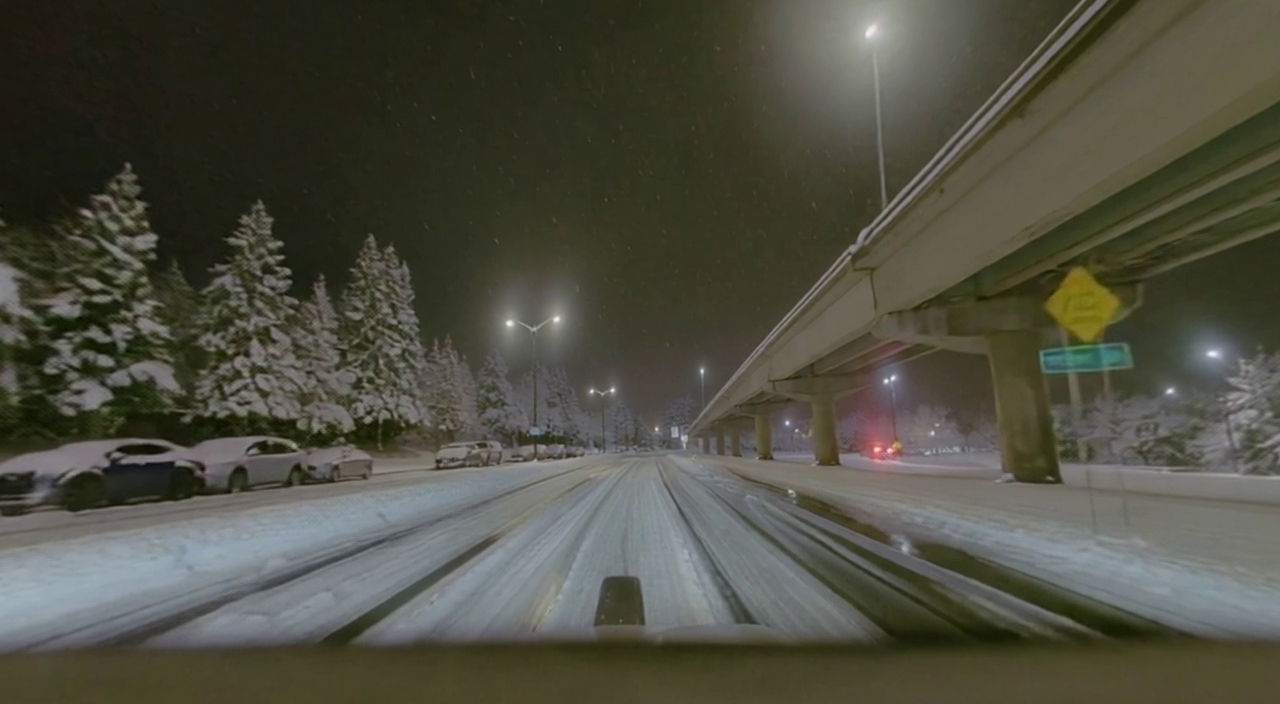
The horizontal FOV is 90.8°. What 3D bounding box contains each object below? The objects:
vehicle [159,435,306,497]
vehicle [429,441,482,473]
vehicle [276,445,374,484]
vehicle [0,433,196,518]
[{"bbox_3d":[-13.533,3.784,21.383,1.886,1.801,4.337,2,-8,3],"label":"vehicle"},{"bbox_3d":[-12.815,7.311,44.247,2.136,2.016,5.354,2,-9,-1],"label":"vehicle"},{"bbox_3d":[-13.513,4.900,27.449,1.847,1.498,4.368,1,-10,2],"label":"vehicle"},{"bbox_3d":[-13.376,2.888,15.367,1.903,1.703,4.346,2,-9,0],"label":"vehicle"}]
